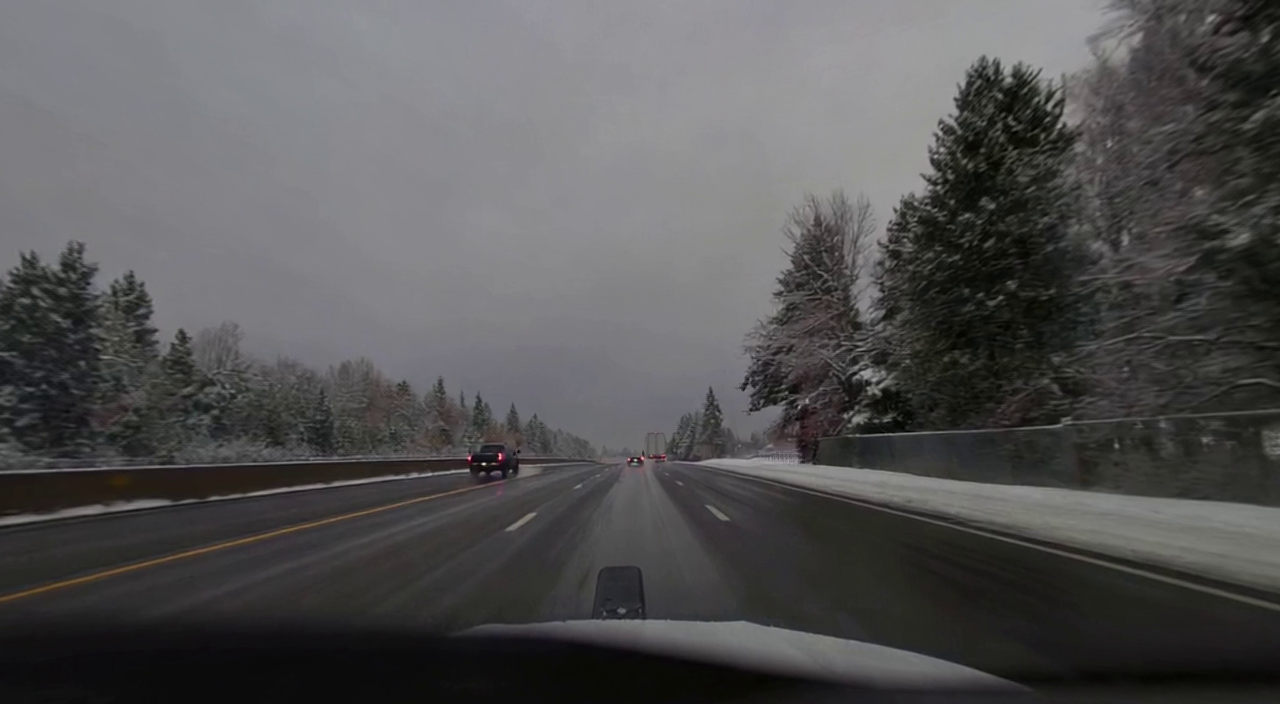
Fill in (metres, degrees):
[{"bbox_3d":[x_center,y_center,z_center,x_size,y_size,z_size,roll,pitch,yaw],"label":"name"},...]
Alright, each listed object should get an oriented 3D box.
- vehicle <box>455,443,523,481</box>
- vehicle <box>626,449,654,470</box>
[{"bbox_3d":[-7.330,5.377,31.117,2.123,1.671,4.579,-1,-9,1],"label":"vehicle"},{"bbox_3d":[-0.030,8.314,48.951,2.033,1.465,3.775,0,-9,-1],"label":"vehicle"}]
